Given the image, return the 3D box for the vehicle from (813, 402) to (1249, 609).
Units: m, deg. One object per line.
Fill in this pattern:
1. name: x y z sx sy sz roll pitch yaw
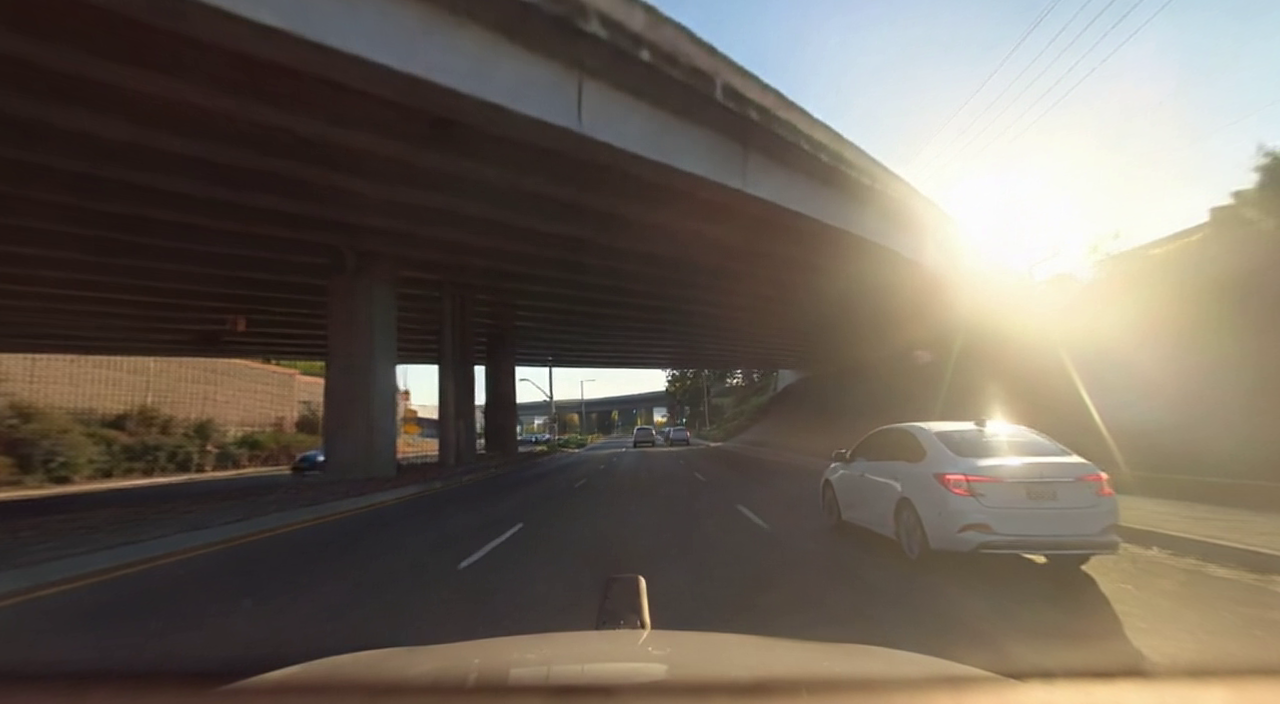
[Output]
1. vehicle: 3.583 1.492 7.056 2.063 1.542 4.420 -1 -8 1

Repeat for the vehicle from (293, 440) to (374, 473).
1. vehicle: -15.338 5.235 31.792 1.819 1.491 4.414 -1 -8 0
